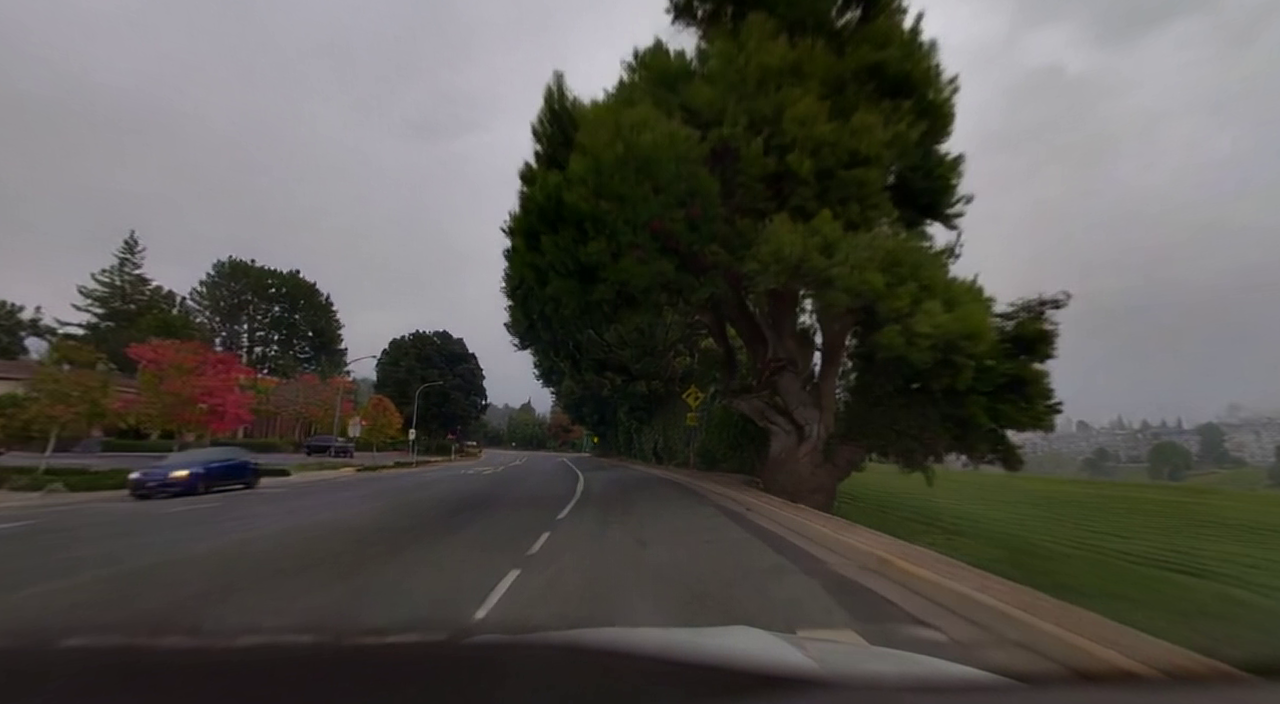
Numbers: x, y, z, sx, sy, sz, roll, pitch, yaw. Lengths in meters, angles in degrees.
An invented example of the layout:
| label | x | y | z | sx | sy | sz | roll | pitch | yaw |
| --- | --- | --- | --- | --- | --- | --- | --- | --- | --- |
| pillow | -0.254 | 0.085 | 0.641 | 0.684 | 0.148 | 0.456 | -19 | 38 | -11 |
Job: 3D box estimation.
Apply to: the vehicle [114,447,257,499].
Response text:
| label | x | y | z | sx | sy | sz | roll | pitch | yaw |
| --- | --- | --- | --- | --- | --- | --- | --- | --- | --- |
| vehicle | -15.706 | 4.155 | 22.181 | 1.993 | 1.634 | 4.268 | 0 | -9 | -4 |
